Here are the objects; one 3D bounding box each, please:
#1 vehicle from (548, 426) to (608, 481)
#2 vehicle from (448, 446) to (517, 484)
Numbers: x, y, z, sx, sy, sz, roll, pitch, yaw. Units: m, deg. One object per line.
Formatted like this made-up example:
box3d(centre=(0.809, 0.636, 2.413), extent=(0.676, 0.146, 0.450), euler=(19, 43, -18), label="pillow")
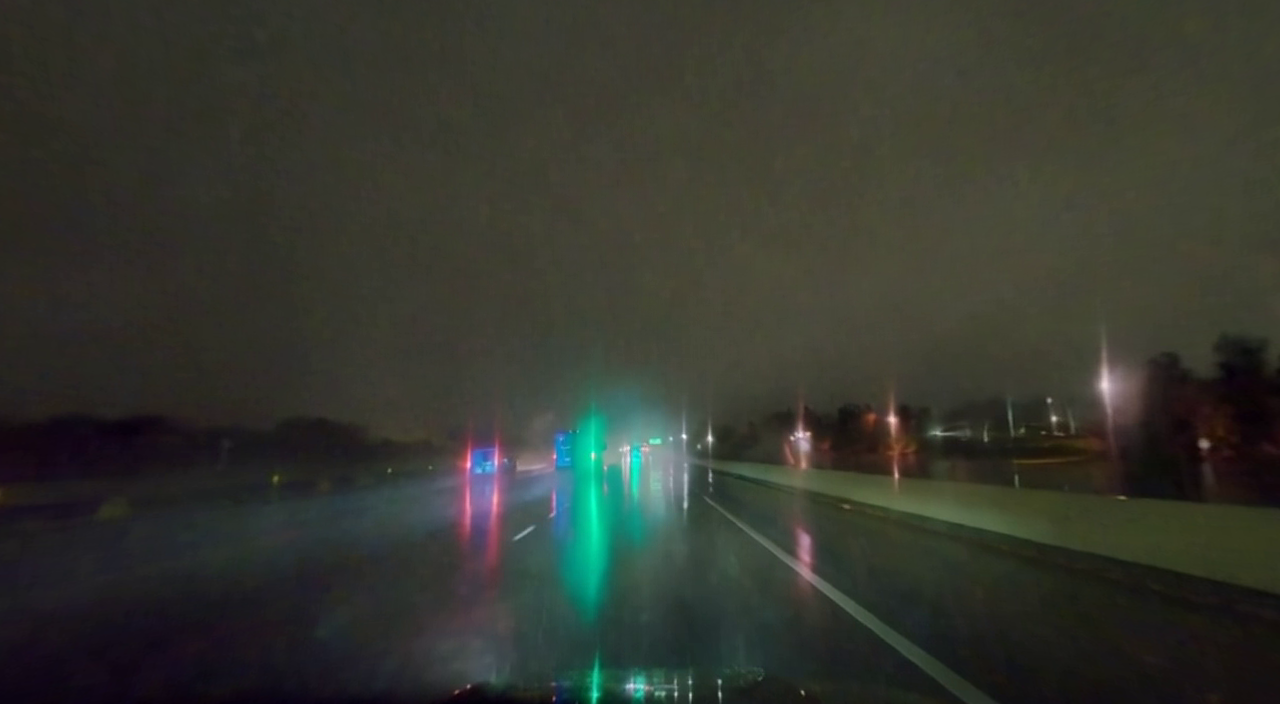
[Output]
box3d(centre=(-3.063, 5.234, 32.591), extent=(2.437, 2.565, 5.829), euler=(0, -9, 1), label="vehicle")
box3d(centre=(-7.520, 5.429, 30.567), extent=(2.164, 1.664, 4.252), euler=(0, -9, 1), label="vehicle")
